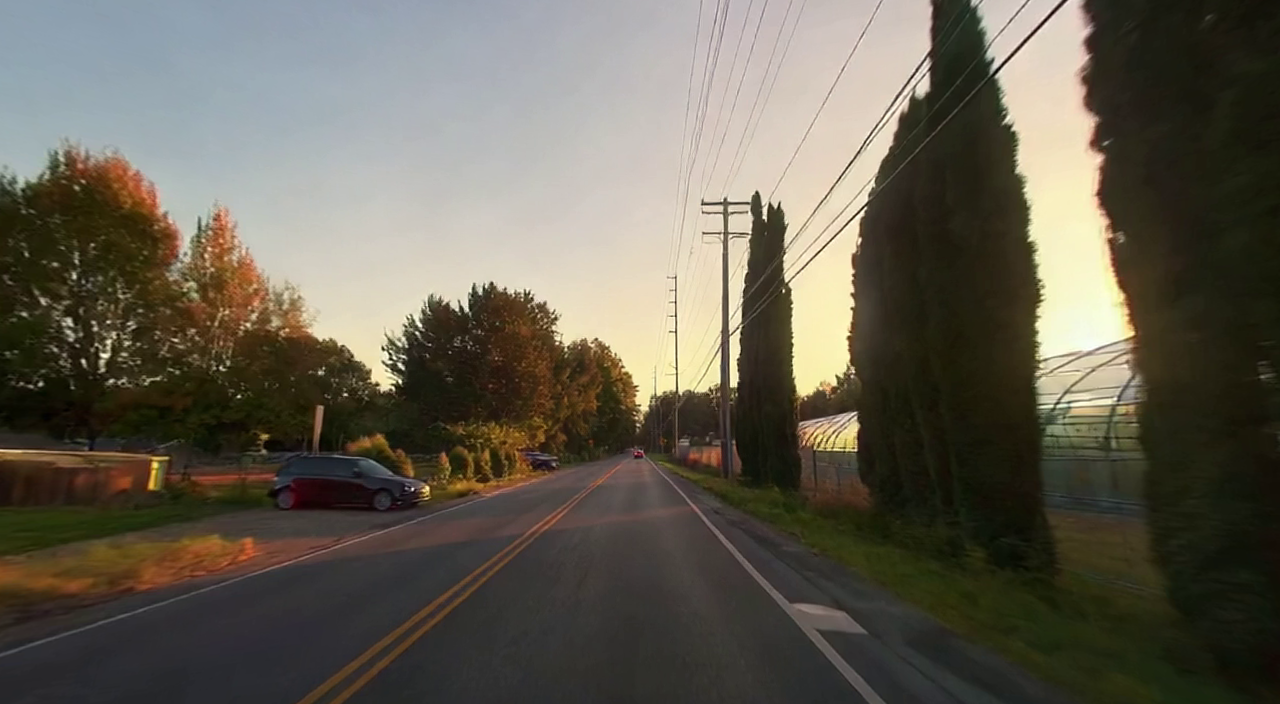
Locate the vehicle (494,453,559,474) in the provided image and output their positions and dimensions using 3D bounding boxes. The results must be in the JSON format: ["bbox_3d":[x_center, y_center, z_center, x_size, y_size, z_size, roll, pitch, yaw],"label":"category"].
[{"bbox_3d":[-8.493,8.359,47.521,4.525,1.499,1.934,0,-9,1],"label":"vehicle"}]

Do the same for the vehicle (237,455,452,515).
[{"bbox_3d":[-7.985,3.568,17.295,4.954,1.449,2.141,-2,-9,11],"label":"vehicle"}]
